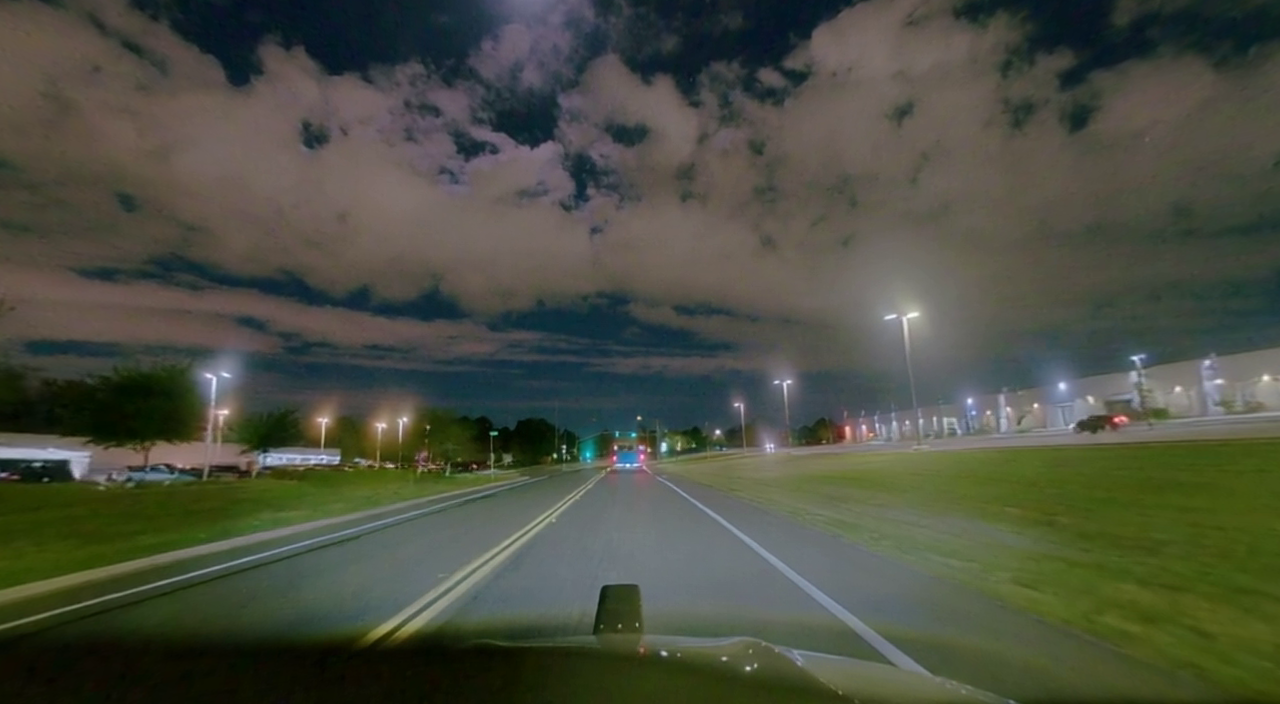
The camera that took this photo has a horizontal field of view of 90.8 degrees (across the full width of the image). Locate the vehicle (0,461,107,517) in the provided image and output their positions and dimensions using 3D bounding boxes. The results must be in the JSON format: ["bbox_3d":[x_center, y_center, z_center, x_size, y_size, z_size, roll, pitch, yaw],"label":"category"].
[{"bbox_3d":[-20.136,4.495,21.093,1.959,1.636,4.266,4,-10,-18],"label":"vehicle"}]

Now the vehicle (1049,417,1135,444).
[{"bbox_3d":[27.383,4.820,38.431,1.816,1.517,3.920,2,-9,-11],"label":"vehicle"}]

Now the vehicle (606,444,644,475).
[{"bbox_3d":[-1.105,7.740,45.546,2.556,2.063,5.578,1,-9,-2],"label":"vehicle"}]
